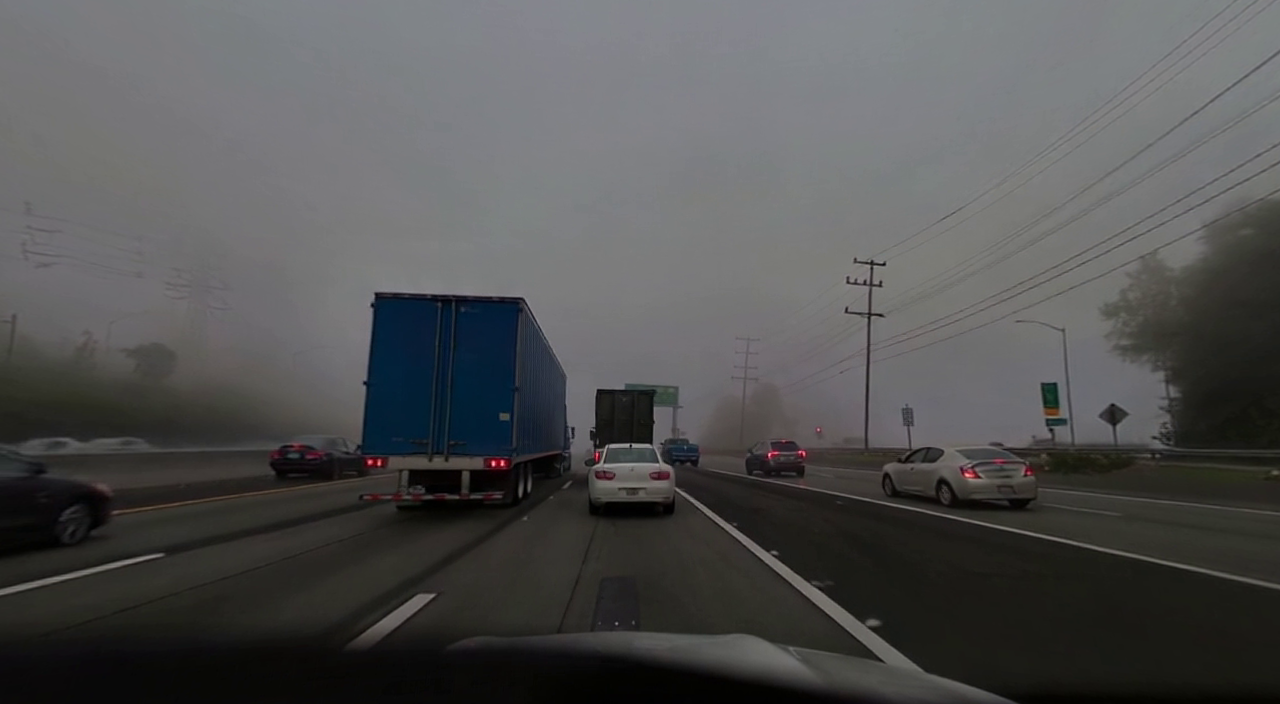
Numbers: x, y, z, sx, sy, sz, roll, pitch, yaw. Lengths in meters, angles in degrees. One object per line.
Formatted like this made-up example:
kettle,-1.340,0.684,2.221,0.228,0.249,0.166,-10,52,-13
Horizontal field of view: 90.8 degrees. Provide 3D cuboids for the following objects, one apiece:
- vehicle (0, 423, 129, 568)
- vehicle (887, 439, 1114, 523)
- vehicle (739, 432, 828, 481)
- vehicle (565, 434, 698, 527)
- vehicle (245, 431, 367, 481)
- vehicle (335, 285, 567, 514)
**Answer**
vehicle,-7.719,1.387,5.840,2.016,1.503,4.785,0,-9,-1
vehicle,7.024,2.528,12.957,1.878,1.406,4.164,1,-9,-6
vehicle,5.352,3.980,24.199,2.023,1.676,4.002,1,-9,-7
vehicle,-0.227,2.358,12.131,2.112,1.463,4.012,0,-9,-3
vehicle,-12.455,3.924,24.008,2.148,1.678,4.851,0,-9,-3
vehicle,-4.510,2.208,20.756,3.150,4.298,17.928,1,-9,-3
